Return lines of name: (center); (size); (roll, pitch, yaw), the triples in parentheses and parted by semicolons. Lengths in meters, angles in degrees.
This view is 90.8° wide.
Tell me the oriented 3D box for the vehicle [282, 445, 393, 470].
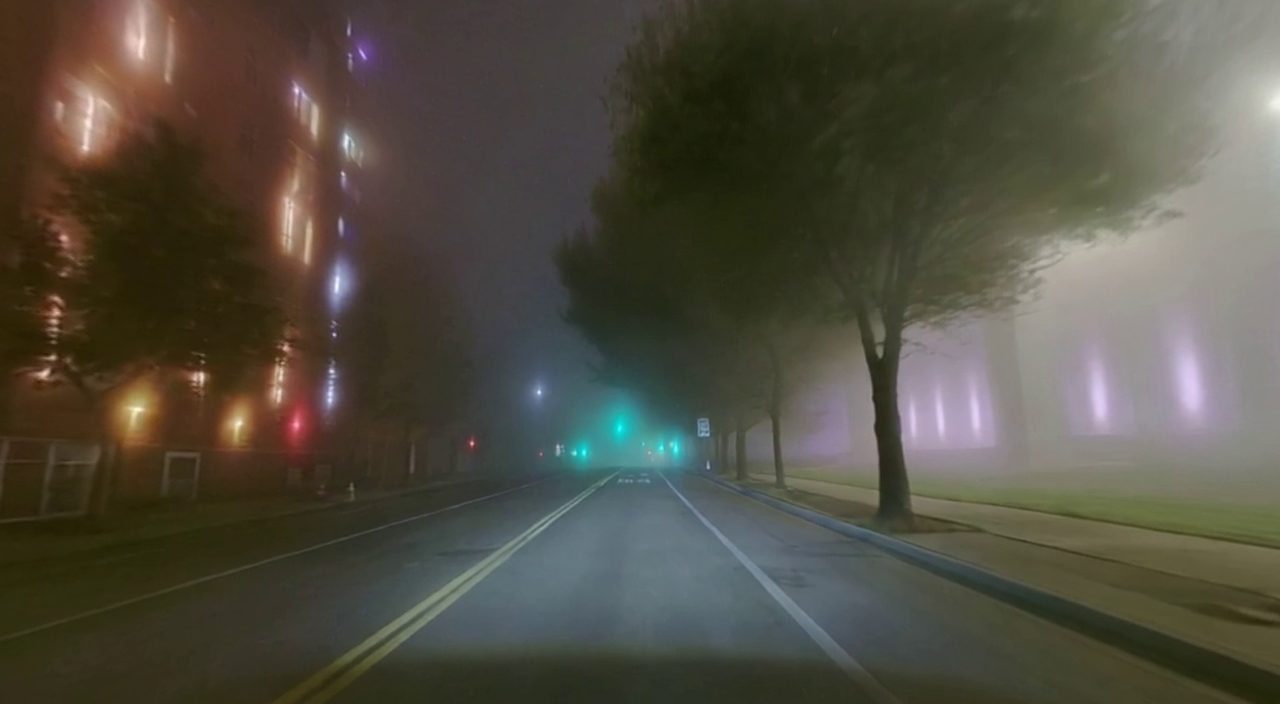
vehicle: (-18.488, 6.482, 38.723); (5.962, 1.458, 1.711); (0, -10, 3)
